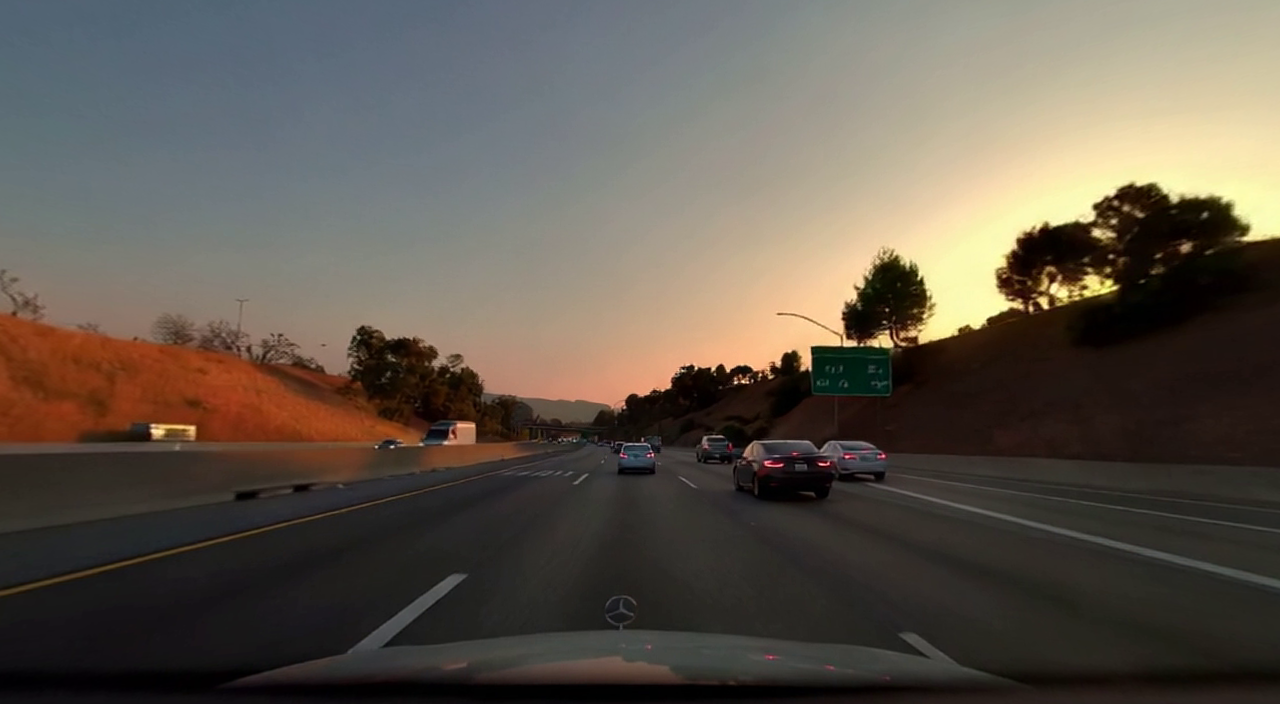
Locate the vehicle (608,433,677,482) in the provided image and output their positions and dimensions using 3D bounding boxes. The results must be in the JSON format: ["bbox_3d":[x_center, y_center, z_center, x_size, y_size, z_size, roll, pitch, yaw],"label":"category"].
[{"bbox_3d":[0.014,3.509,21.230,2.098,1.475,3.997,0,-8,-2],"label":"vehicle"}]

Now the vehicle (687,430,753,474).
[{"bbox_3d":[3.223,4.146,26.343,1.997,1.663,4.169,0,-8,-3],"label":"vehicle"}]

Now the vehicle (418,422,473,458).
[{"bbox_3d":[-14.566,6.659,47.626,2.378,2.458,5.830,0,-8,-1],"label":"vehicle"}]

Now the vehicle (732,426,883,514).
[{"bbox_3d":[3.250,2.373,13.190,1.856,1.517,4.198,0,-9,-2],"label":"vehicle"}]
